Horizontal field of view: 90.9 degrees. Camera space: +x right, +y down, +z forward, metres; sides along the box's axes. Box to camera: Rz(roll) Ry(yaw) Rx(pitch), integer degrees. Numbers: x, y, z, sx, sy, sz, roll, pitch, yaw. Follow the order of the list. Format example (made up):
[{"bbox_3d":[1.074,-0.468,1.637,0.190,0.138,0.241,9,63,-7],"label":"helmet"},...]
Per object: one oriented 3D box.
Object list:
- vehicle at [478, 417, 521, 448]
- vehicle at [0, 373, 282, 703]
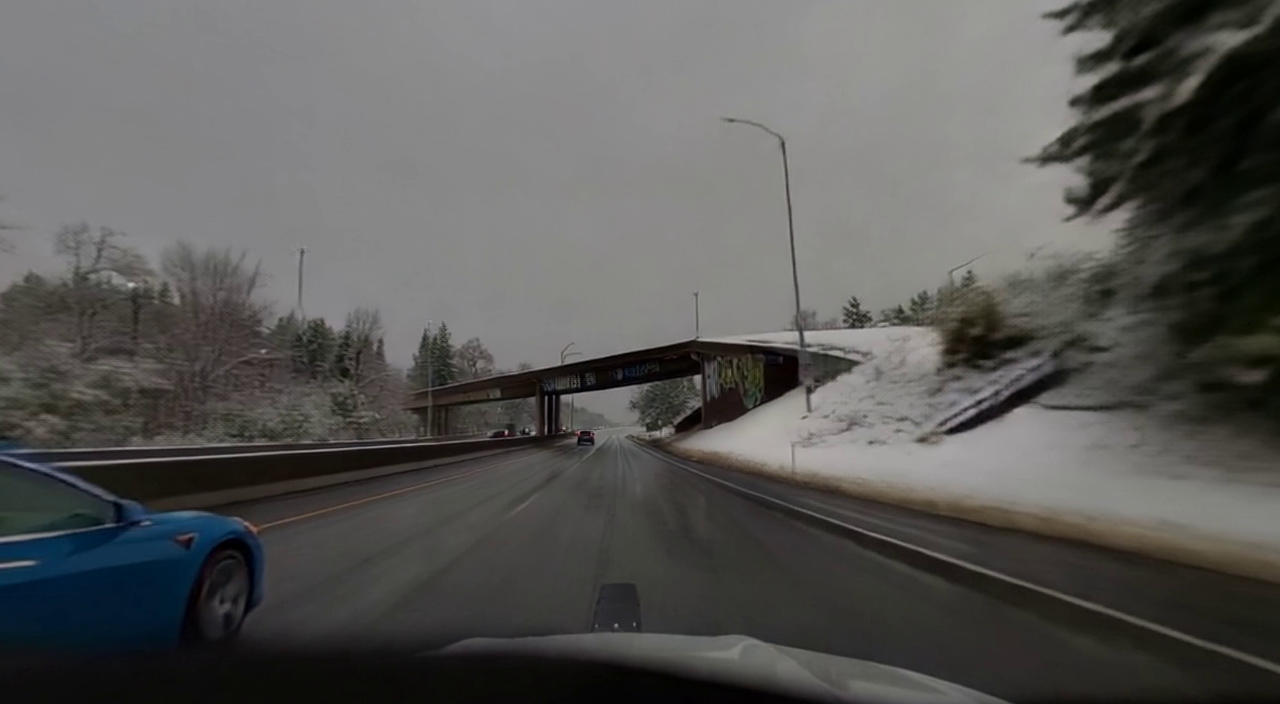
[{"bbox_3d":[-10.941,6.329,49.393,2.240,2.254,5.250,1,-8,-1],"label":"vehicle"},{"bbox_3d":[-3.465,0.794,1.896,2.108,1.555,4.574,0,-8,-1],"label":"vehicle"}]
